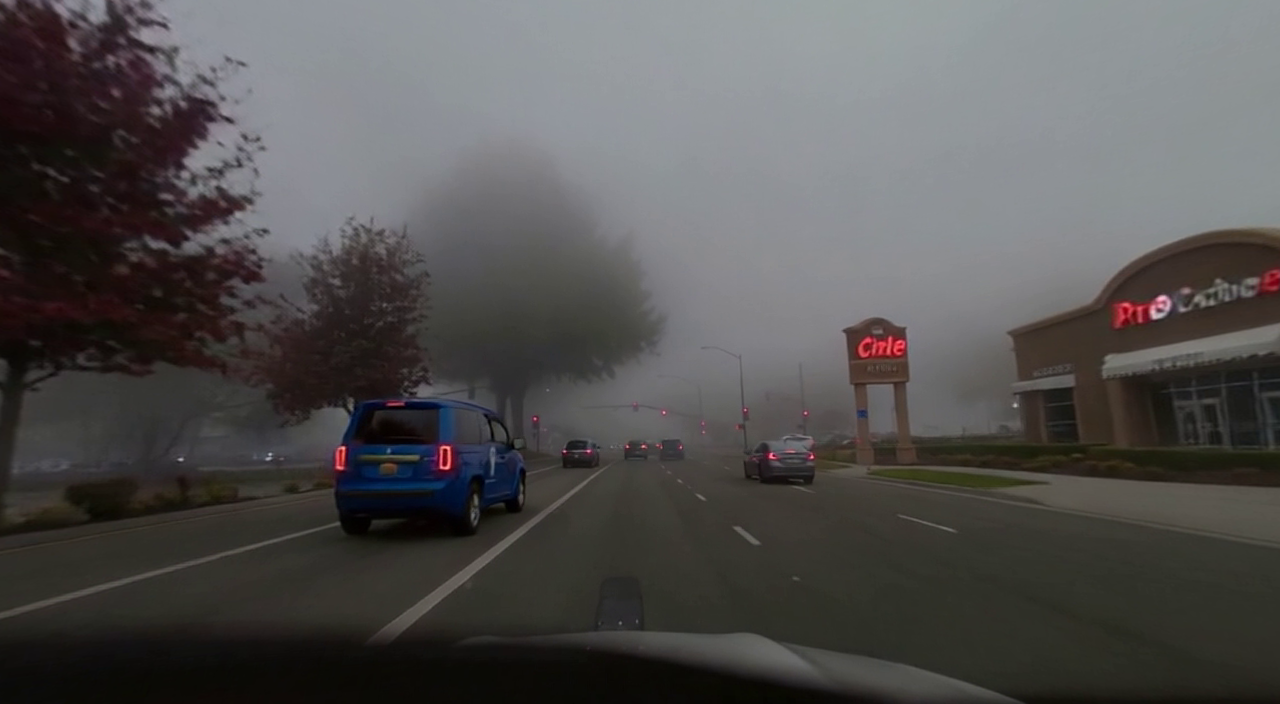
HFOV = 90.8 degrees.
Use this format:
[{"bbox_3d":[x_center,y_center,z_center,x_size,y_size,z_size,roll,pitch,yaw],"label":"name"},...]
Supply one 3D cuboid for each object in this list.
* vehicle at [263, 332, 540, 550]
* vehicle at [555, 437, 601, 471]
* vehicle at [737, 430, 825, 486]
[{"bbox_3d":[-3.498,1.555,11.049,2.443,2.784,5.862,0,-9,1],"label":"vehicle"},{"bbox_3d":[-3.364,5.650,35.159,2.030,1.724,4.365,0,-9,1],"label":"vehicle"},{"bbox_3d":[4.486,3.451,20.773,1.869,1.646,4.166,0,-9,-1],"label":"vehicle"}]
